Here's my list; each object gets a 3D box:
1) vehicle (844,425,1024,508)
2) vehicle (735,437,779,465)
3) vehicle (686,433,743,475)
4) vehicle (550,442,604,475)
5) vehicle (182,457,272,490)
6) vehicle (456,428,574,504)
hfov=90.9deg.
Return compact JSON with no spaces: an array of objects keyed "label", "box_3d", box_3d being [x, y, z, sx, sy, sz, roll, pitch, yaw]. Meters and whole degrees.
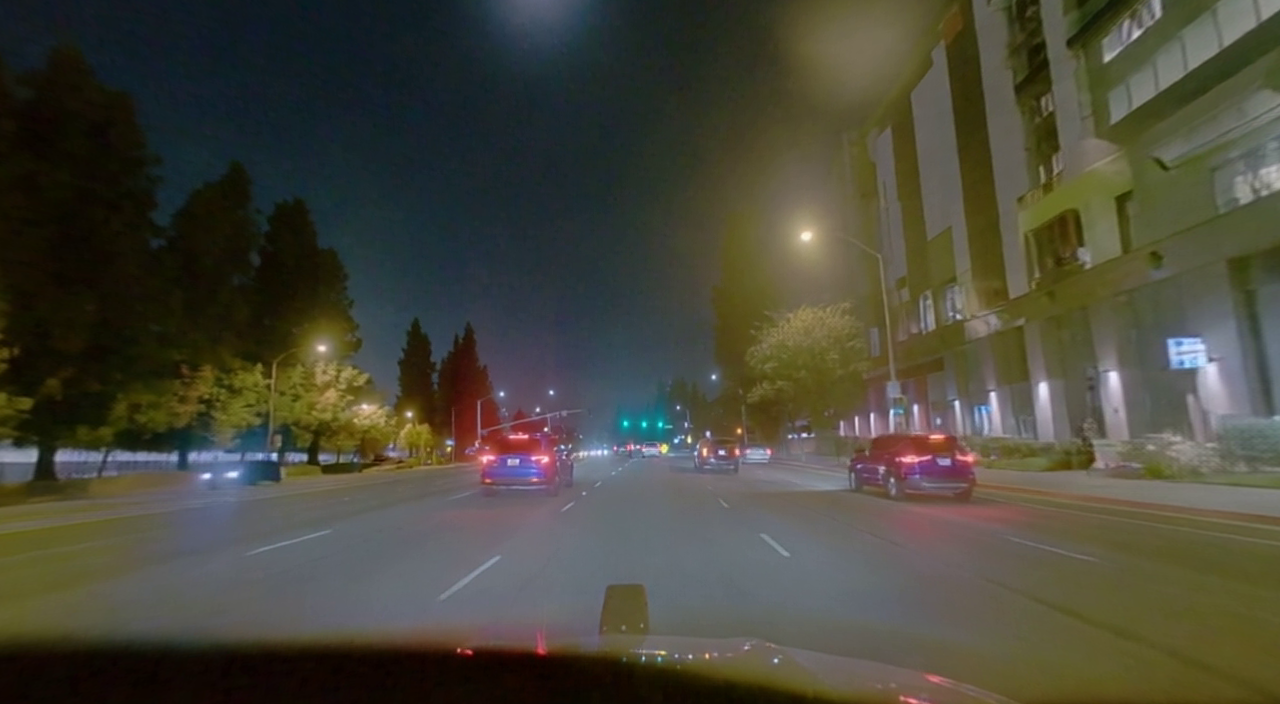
[{"label":"vehicle","box_3d":[6.707,2.671,15.086,2.088,1.666,4.512,0,-9,-1]},{"label":"vehicle","box_3d":[7.728,6.605,42.057,2.076,1.793,4.464,0,-9,0]},{"label":"vehicle","box_3d":[3.465,4.885,30.252,2.178,1.804,4.766,0,-9,0]},{"label":"vehicle","box_3d":[-2.951,5.122,30.490,2.036,1.465,4.301,-1,-9,2]},{"label":"vehicle","box_3d":[-23.147,6.787,35.583,1.983,1.494,4.832,-4,-9,-1]},{"label":"vehicle","box_3d":[-3.092,2.957,16.700,2.141,1.719,4.379,0,-9,1]}]
